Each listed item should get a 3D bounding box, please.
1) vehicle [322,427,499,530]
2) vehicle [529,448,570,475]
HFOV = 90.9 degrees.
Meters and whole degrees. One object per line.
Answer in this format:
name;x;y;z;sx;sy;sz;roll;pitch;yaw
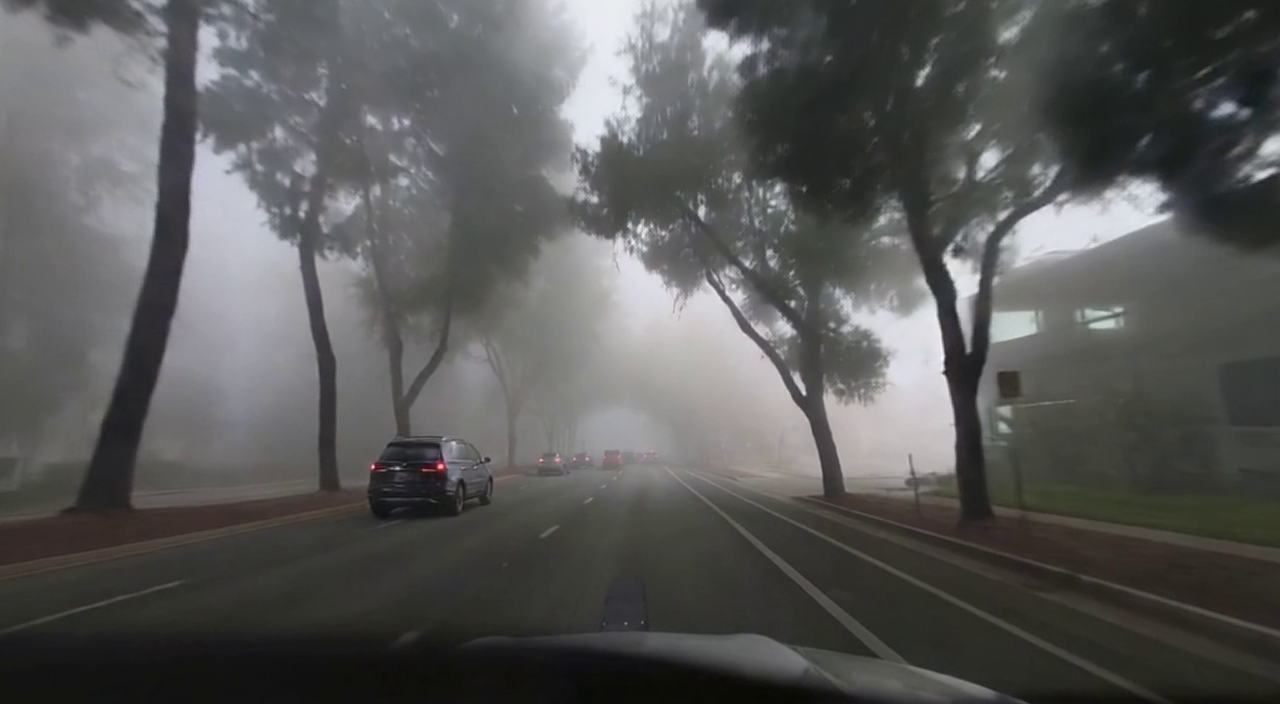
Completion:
vehicle;-4.457;2.531;13.117;2.123;1.761;4.322;0;-9;-1
vehicle;-6.026;7.384;42.533;1.985;1.708;4.310;0;-9;2
